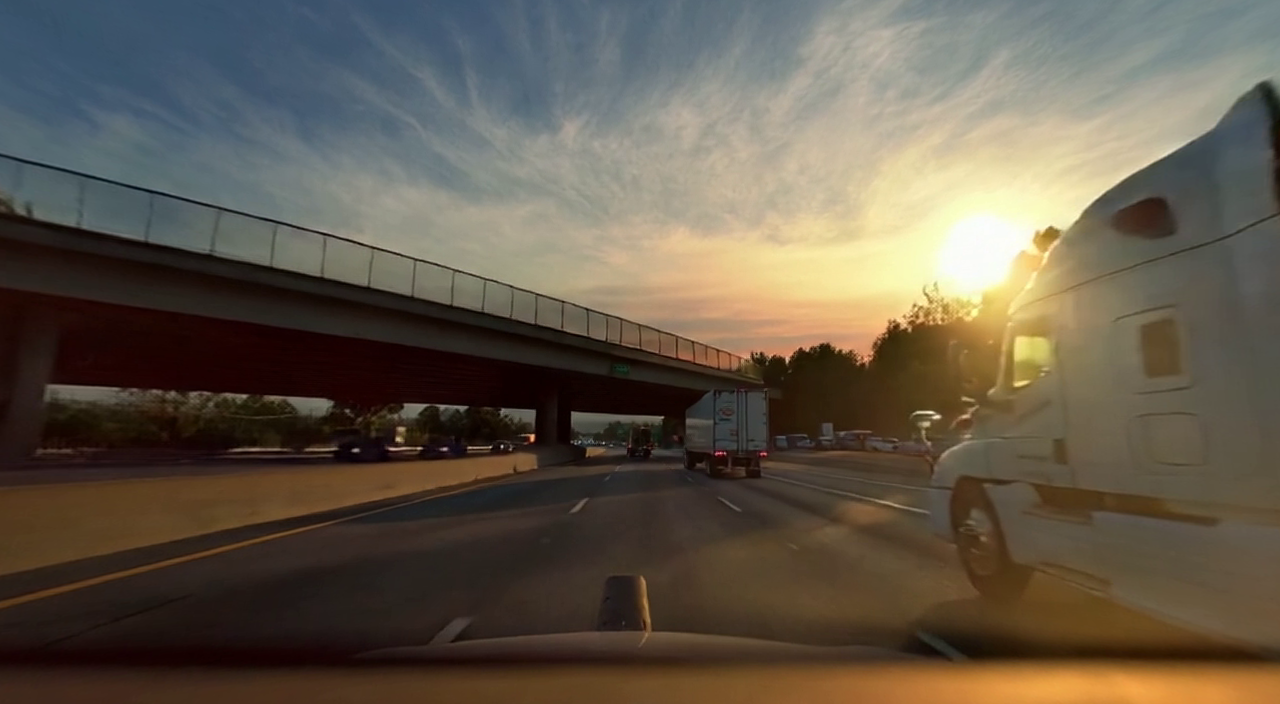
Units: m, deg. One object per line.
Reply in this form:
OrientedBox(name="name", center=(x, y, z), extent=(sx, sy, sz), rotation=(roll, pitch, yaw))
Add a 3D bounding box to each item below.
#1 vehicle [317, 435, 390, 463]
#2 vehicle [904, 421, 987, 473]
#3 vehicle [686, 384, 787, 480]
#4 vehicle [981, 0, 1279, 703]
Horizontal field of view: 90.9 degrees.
OrientedBox(name="vehicle", center=(-15.850, 5.402, 35.154), extent=(1.902, 1.474, 4.646), rotation=(0, -9, 0))
OrientedBox(name="vehicle", center=(23.092, 7.256, 48.066), extent=(3.014, 3.704, 5.917), rotation=(1, -9, -3))
OrientedBox(name="vehicle", center=(4.542, 4.417, 33.544), extent=(2.881, 3.995, 14.382), rotation=(0, -9, -1))
OrientedBox(name="vehicle", center=(4.045, -0.319, 1.447), extent=(3.007, 3.965, 5.971), rotation=(0, -9, 0))
